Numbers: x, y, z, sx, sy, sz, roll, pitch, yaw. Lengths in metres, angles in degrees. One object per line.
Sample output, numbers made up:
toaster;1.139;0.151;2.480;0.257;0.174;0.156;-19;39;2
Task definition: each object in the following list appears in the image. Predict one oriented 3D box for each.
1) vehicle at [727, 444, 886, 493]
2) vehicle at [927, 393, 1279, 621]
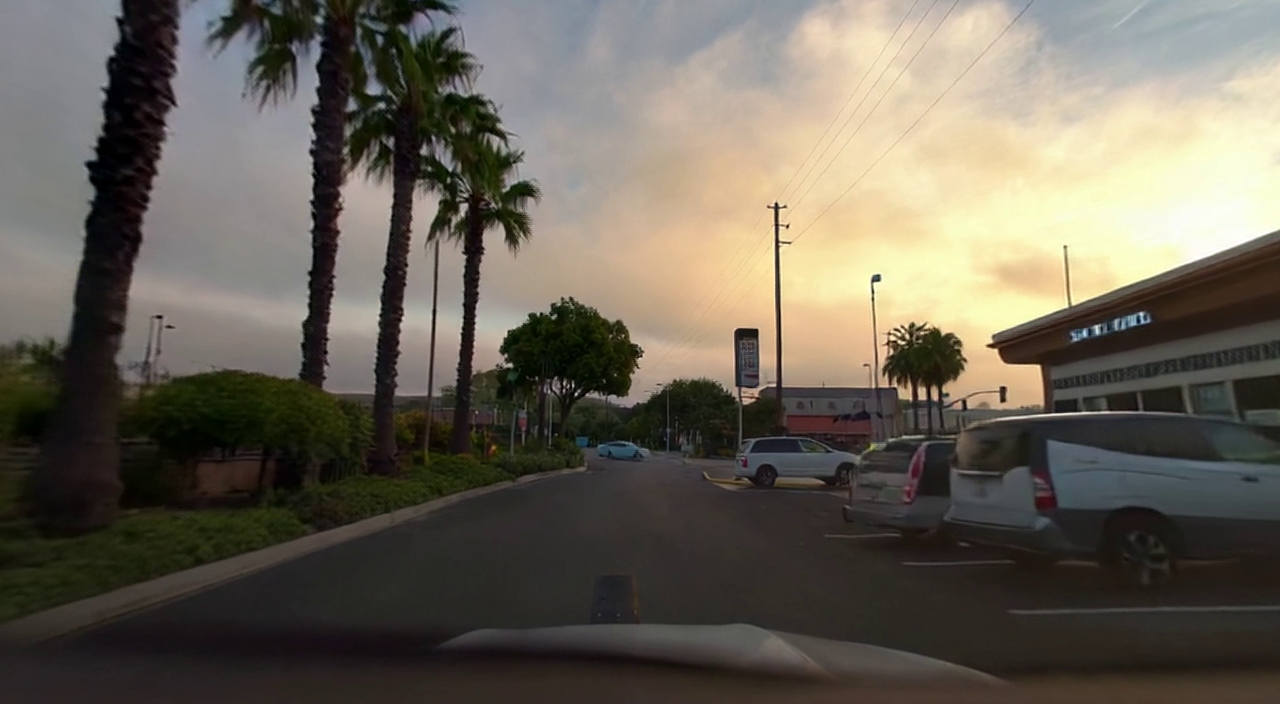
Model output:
vehicle;5.532;3.891;21.364;4.742;1.506;1.919;0;-8;-5
vehicle;5.675;1.394;6.194;4.743;1.800;1.952;0;-9;-3
